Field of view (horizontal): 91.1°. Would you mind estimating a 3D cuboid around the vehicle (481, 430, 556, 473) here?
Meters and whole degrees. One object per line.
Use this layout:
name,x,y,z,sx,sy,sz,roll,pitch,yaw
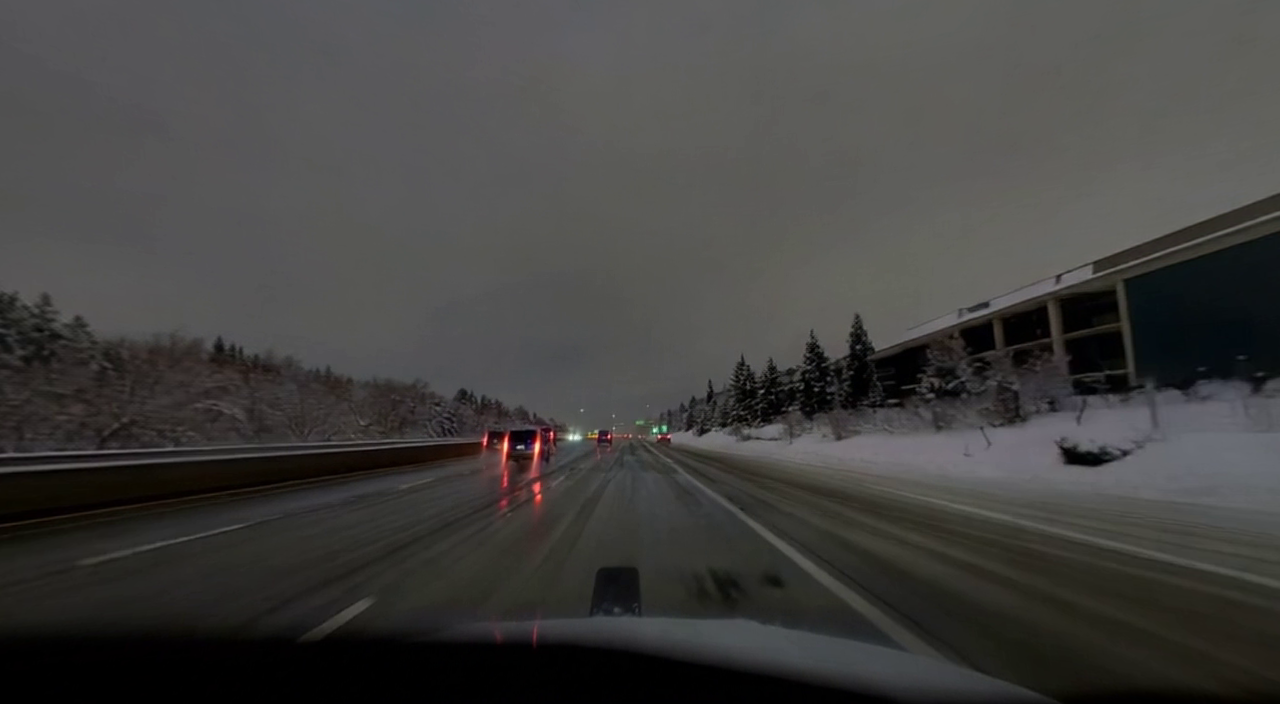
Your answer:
vehicle,-4.547,3.775,24.185,1.996,1.490,4.571,0,-8,0
